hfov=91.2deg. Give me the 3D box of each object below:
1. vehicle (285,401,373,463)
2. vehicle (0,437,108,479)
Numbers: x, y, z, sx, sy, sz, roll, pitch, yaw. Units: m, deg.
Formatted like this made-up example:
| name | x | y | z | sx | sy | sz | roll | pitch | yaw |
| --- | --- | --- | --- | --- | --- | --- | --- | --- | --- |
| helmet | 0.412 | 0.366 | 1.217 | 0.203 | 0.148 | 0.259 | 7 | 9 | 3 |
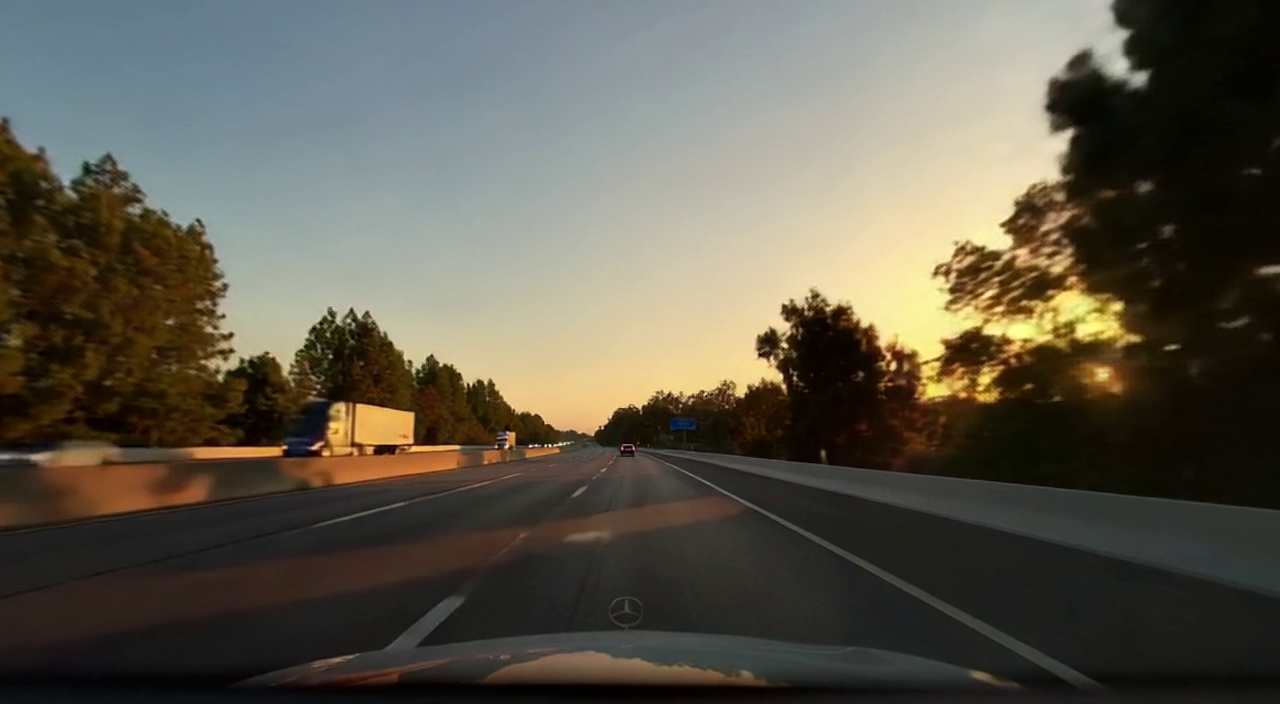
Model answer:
| name | x | y | z | sx | sy | sz | roll | pitch | yaw |
| --- | --- | --- | --- | --- | --- | --- | --- | --- | --- |
| vehicle | -21.327 | 5.574 | 43.475 | 3.036 | 3.953 | 5.859 | 0 | -8 | -1 |
| vehicle | -24.122 | 4.205 | 25.060 | 1.808 | 1.515 | 4.455 | 0 | -9 | 0 |
